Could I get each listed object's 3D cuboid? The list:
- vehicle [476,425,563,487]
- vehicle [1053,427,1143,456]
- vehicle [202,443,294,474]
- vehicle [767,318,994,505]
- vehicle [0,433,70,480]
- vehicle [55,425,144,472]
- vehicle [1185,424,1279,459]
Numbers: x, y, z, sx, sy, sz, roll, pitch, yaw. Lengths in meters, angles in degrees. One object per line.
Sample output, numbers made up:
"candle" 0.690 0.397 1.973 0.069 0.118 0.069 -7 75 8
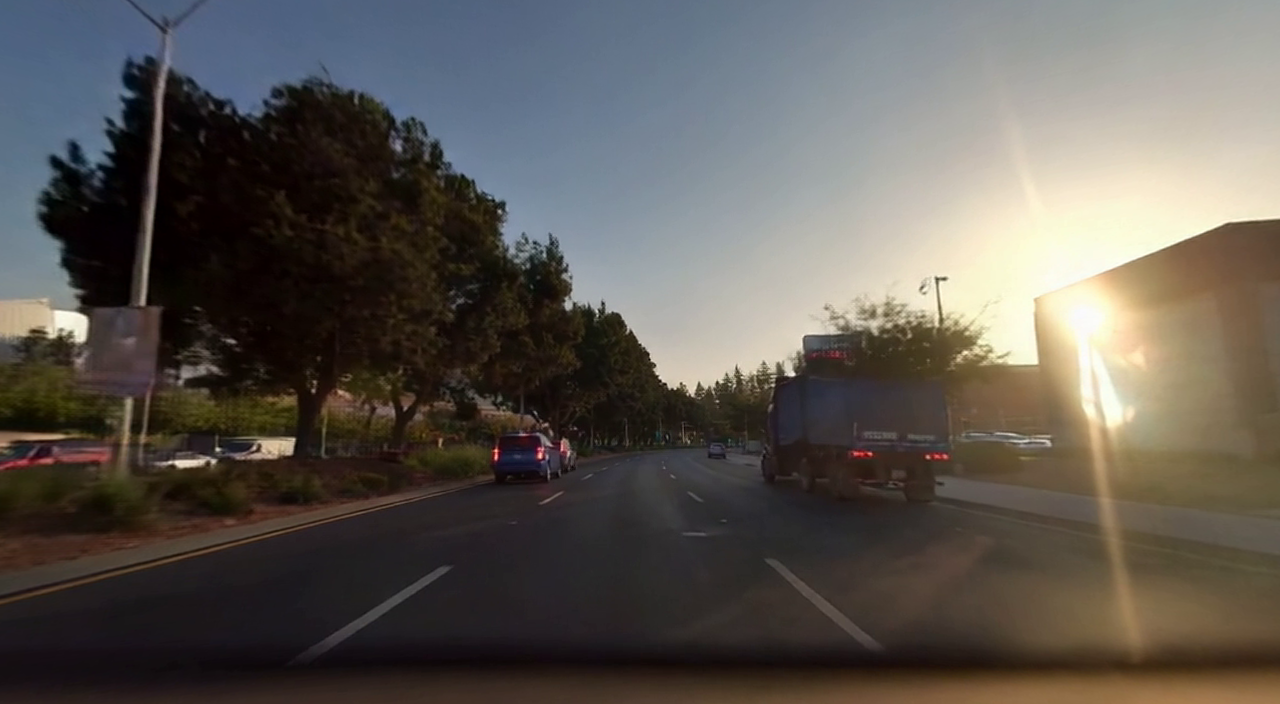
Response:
"vehicle" -4.380 3.915 24.102 2.270 2.068 5.865 0 -9 -1
"vehicle" 30.164 5.925 41.720 4.346 1.772 1.955 0 -10 -1
"vehicle" -28.603 7.820 46.196 5.368 2.121 1.960 8 -14 -36
"vehicle" 6.117 1.914 18.266 2.981 4.106 8.794 0 -9 0
"vehicle" -36.397 6.184 37.587 5.674 2.586 2.268 -6 -10 35
"vehicle" -34.722 6.278 40.537 6.078 2.726 2.294 -7 -12 31
"vehicle" 29.948 4.411 31.105 4.274 1.607 2.107 0 -9 -1
